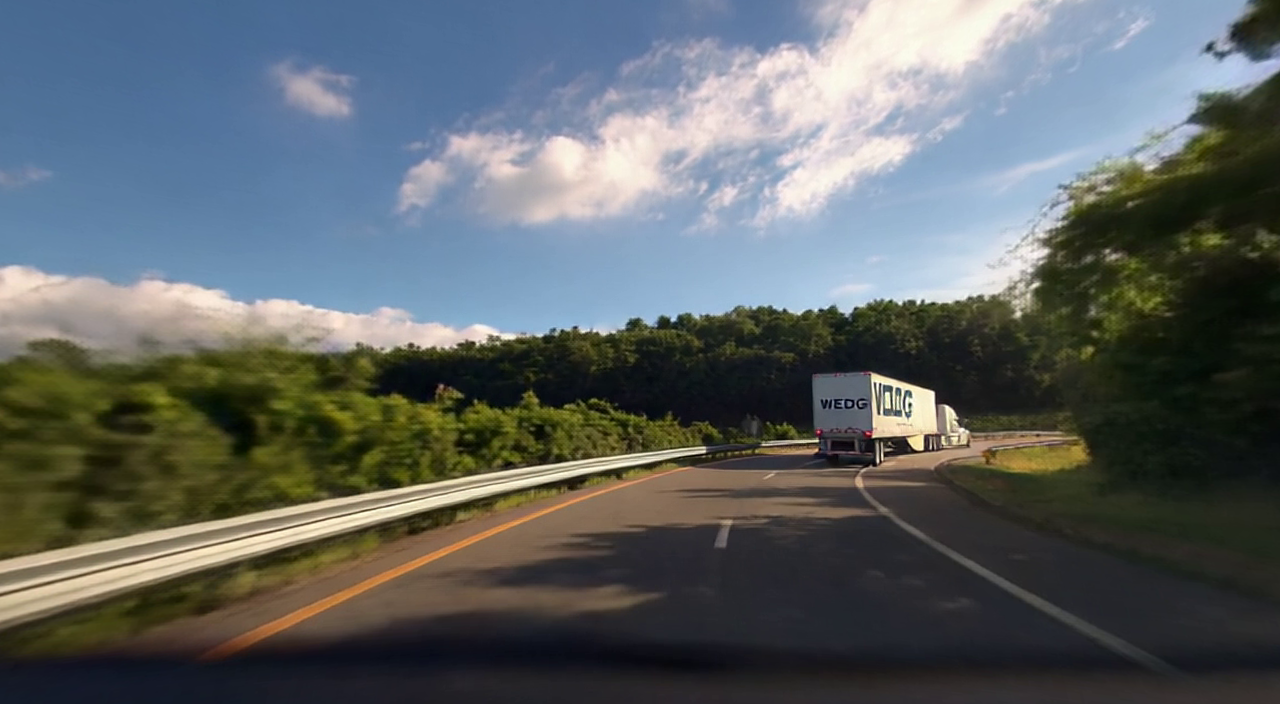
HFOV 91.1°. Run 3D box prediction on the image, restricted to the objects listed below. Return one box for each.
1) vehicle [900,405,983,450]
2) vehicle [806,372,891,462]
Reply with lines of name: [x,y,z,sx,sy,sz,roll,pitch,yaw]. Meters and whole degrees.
vehicle: [18.451,4.653,38.312,6.650,2.524,2.120,7,-10,-42]
vehicle: [9.510,3.008,28.583,2.963,3.771,3.137,-4,-9,29]
